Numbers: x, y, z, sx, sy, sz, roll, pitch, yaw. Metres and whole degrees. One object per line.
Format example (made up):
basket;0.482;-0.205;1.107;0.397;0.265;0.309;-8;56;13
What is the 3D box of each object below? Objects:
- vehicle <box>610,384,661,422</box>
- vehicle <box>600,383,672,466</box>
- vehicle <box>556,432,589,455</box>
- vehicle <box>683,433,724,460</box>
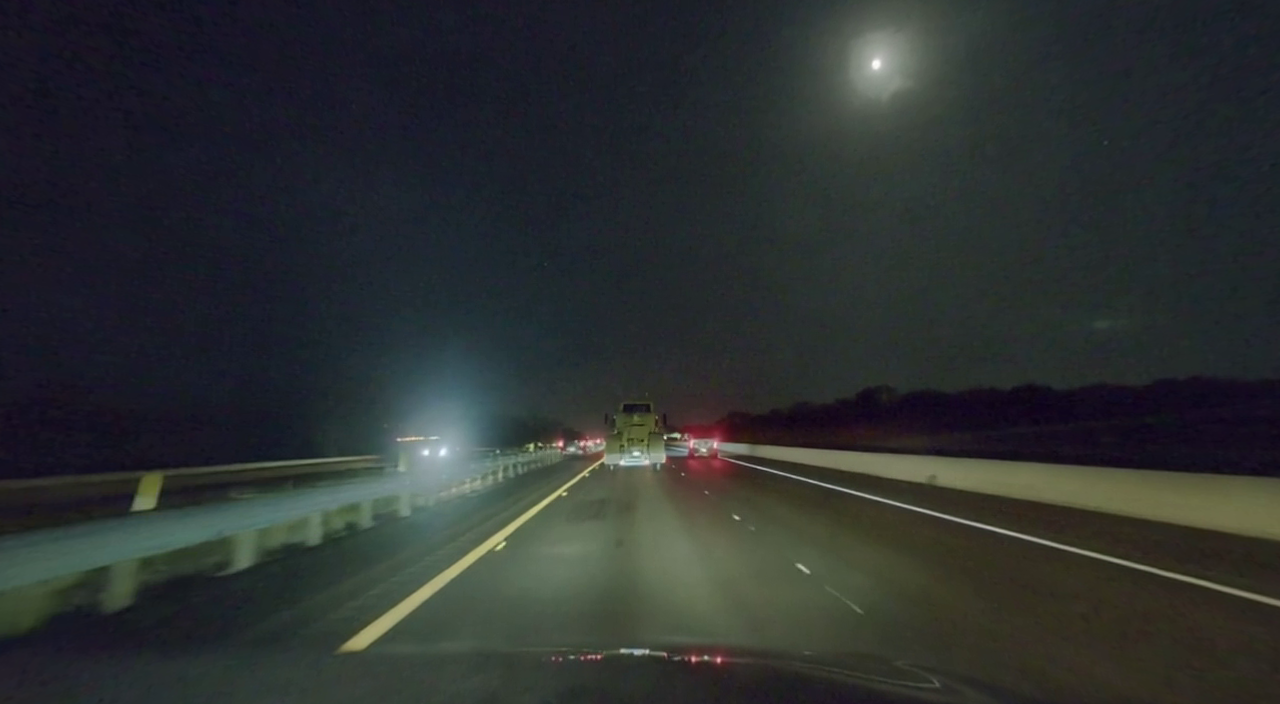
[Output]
vehicle;-0.196;2.362;28.245;2.112;1.472;4.240;0;-8;0
vehicle;-0.319;3.896;32.718;2.953;3.406;13.372;0;-8;-1
vehicle;-4.969;6.818;46.987;2.104;1.575;4.421;0;-8;-2
vehicle;3.717;5.615;37.699;1.910;1.492;4.324;0;-8;-1
